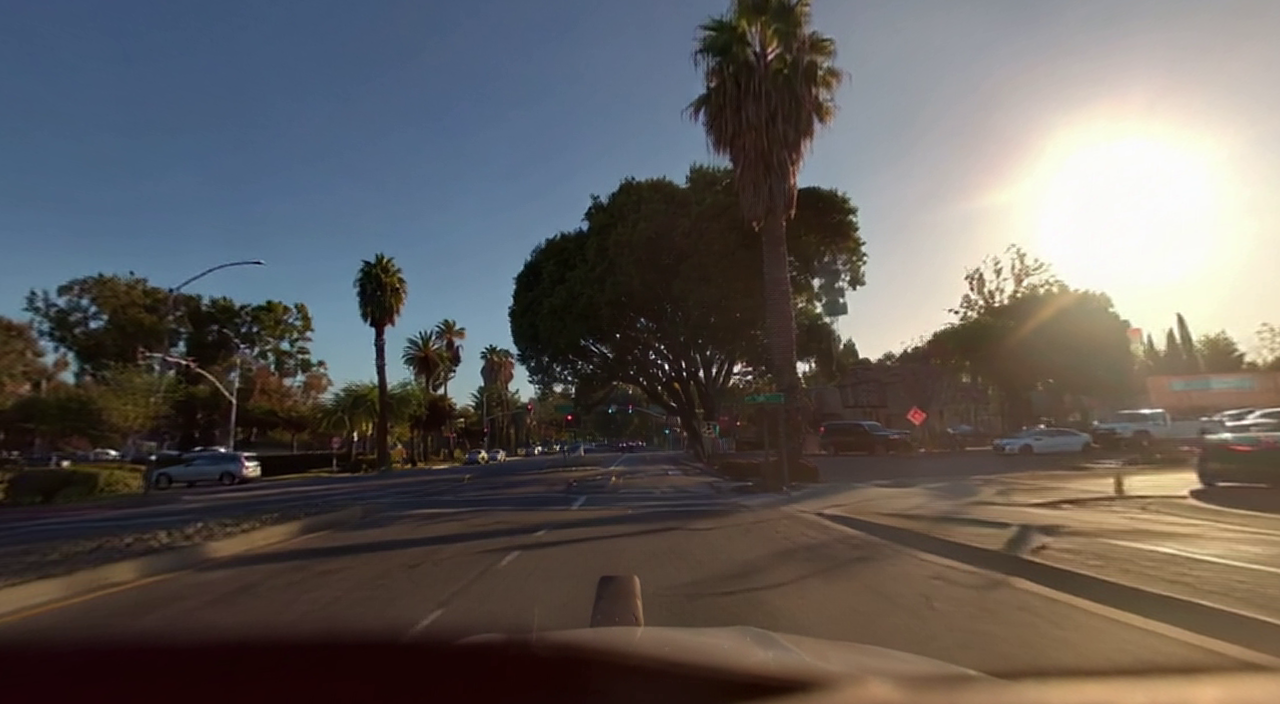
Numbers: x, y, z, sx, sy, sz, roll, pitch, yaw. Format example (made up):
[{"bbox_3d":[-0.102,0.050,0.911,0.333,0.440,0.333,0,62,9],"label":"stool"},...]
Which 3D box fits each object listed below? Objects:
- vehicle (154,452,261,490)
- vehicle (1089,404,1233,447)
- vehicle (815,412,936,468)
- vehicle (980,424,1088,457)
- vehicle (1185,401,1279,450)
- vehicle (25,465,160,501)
[{"bbox_3d":[-25.912,7.132,38.004,5.056,1.839,1.957,-3,-6,-1],"label":"vehicle"},{"bbox_3d":[28.927,4.136,35.257,5.625,2.303,2.592,0,-8,2],"label":"vehicle"},{"bbox_3d":[13.303,5.178,37.040,2.944,2.783,10.332,0,-8,-1],"label":"vehicle"},{"bbox_3d":[21.608,4.890,34.782,4.578,1.756,2.042,0,-8,-4],"label":"vehicle"},{"bbox_3d":[29.905,3.487,29.804,6.052,2.171,2.511,0,-8,-2],"label":"vehicle"},{"bbox_3d":[-25.823,6.175,29.918,4.448,1.525,1.835,1,-9,-5],"label":"vehicle"}]
